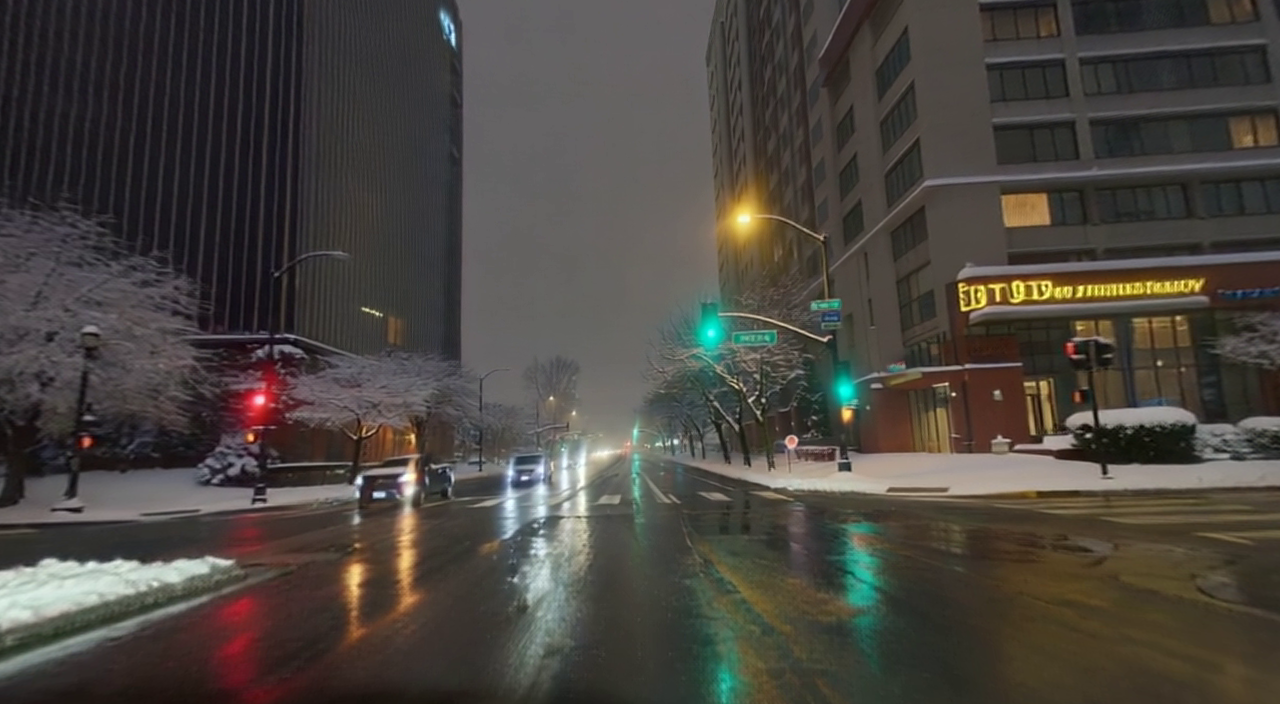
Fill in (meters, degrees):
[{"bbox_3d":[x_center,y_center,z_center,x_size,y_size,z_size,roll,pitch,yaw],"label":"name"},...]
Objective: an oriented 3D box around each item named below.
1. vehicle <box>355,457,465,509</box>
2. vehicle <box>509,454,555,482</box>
[{"bbox_3d":[-7.417,4.243,20.891,1.893,1.451,4.276,0,-9,2],"label":"vehicle"},{"bbox_3d":[-6.535,7.076,38.685,1.897,1.537,3.770,-1,-9,4],"label":"vehicle"}]
